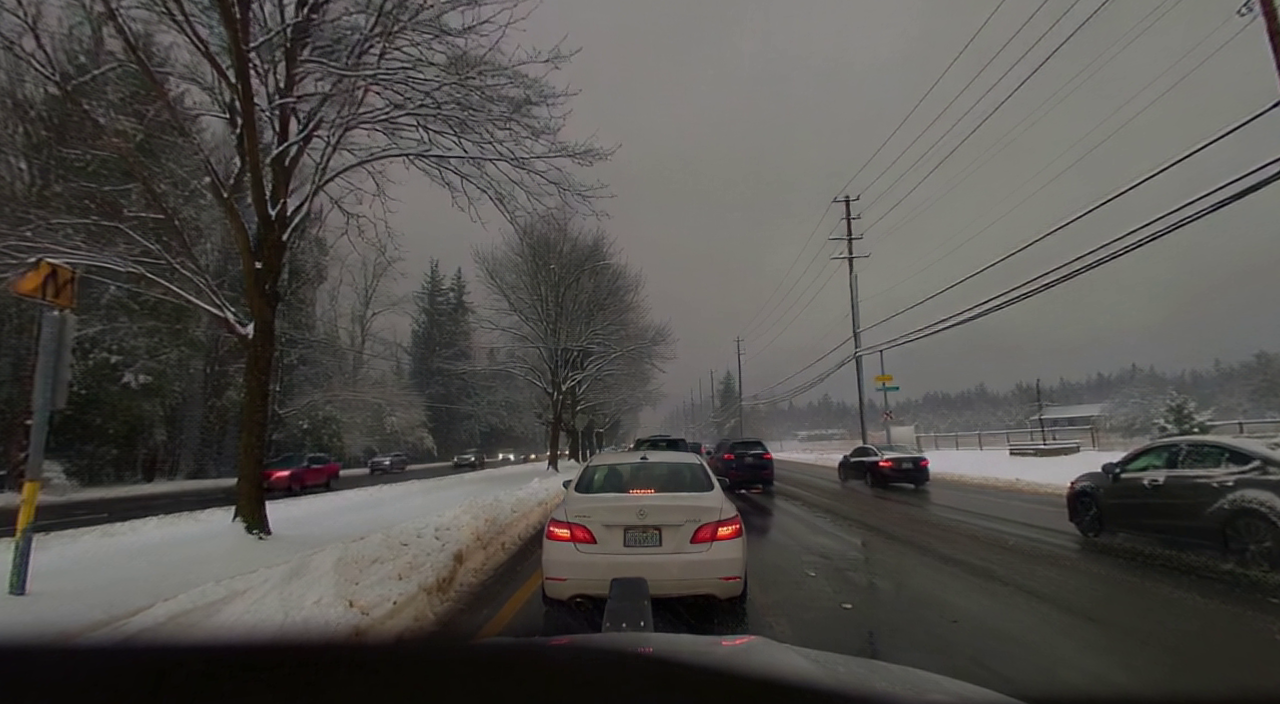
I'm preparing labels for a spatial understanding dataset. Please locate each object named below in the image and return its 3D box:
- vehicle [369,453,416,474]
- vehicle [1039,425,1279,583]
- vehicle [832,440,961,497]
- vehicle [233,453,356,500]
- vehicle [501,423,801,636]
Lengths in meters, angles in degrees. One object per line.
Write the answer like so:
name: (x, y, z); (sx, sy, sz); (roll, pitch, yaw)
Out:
vehicle: (-19.111, 8.580, 48.852); (1.853, 1.489, 4.449); (0, -8, 0)
vehicle: (6.991, 1.632, 7.292); (1.850, 1.480, 4.474); (0, -8, 1)
vehicle: (7.297, 3.332, 18.521); (1.899, 1.458, 4.499); (0, -8, 0)
vehicle: (-11.977, 4.309, 22.259); (1.804, 1.430, 4.456); (0, -8, 0)
vehicle: (0.066, 1.540, 6.477); (2.108, 1.479, 3.935); (0, -8, 0)
